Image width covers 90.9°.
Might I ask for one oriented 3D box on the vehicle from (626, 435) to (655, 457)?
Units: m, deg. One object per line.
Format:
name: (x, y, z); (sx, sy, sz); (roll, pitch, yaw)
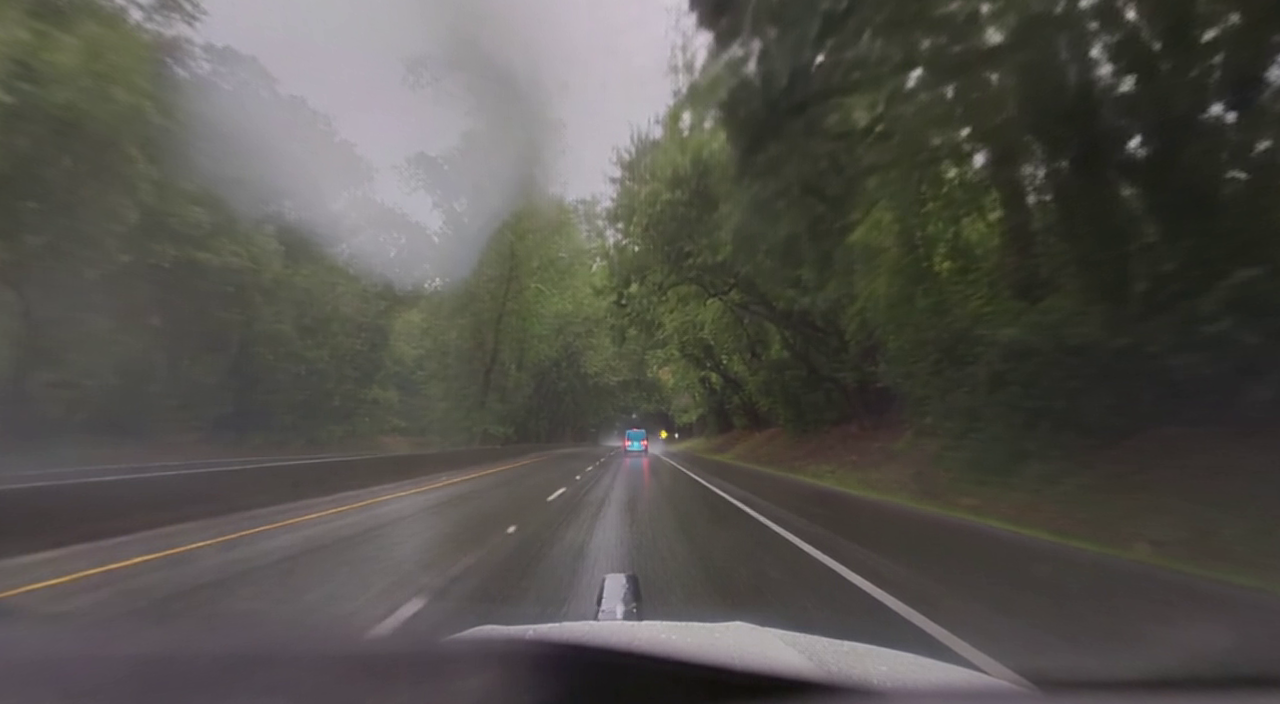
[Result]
vehicle: (-0.014, 7.336, 49.386); (2.094, 1.653, 4.283); (0, -8, -2)
